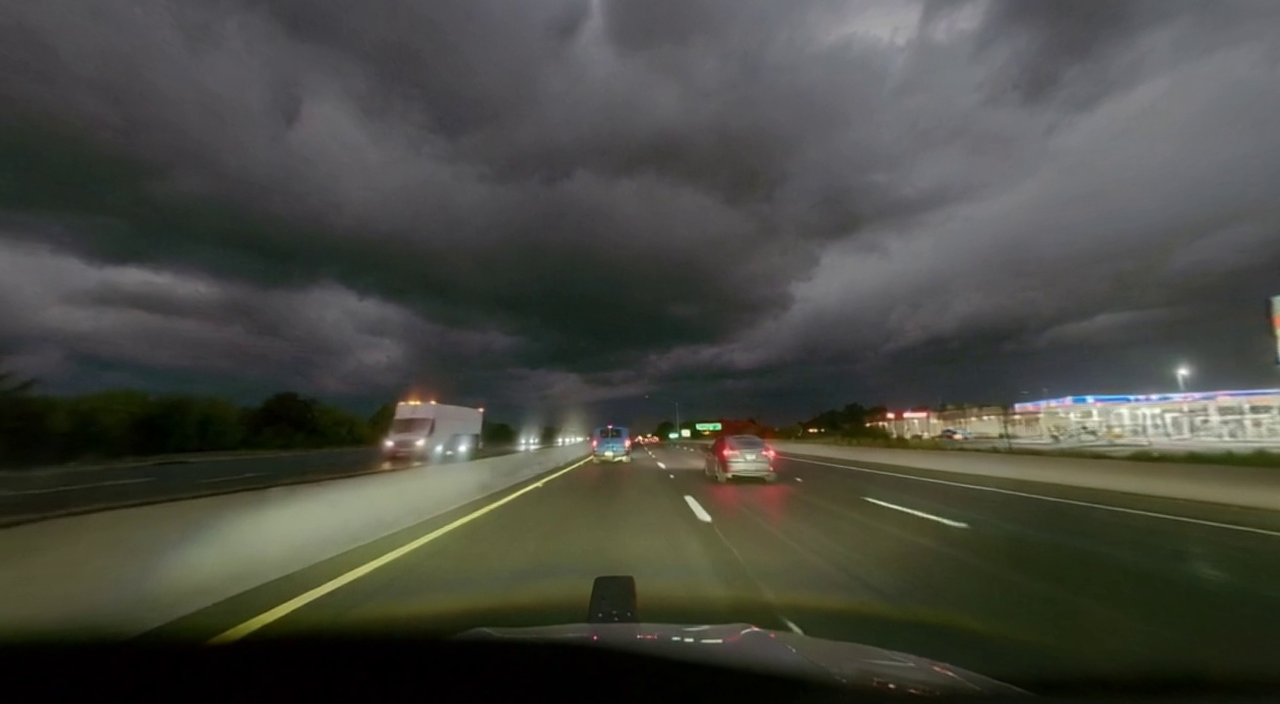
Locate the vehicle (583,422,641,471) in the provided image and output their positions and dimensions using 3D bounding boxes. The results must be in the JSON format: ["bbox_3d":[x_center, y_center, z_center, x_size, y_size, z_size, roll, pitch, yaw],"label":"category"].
[{"bbox_3d":[-1.002,3.680,24.876,2.061,1.732,4.457,0,-7,0],"label":"vehicle"}]

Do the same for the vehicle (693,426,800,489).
[{"bbox_3d":[2.831,2.925,18.016,2.151,1.550,4.694,0,-7,-1],"label":"vehicle"}]

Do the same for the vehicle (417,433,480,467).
[{"bbox_3d":[-9.524,4.888,31.666,1.950,1.588,3.676,0,-7,1],"label":"vehicle"}]
